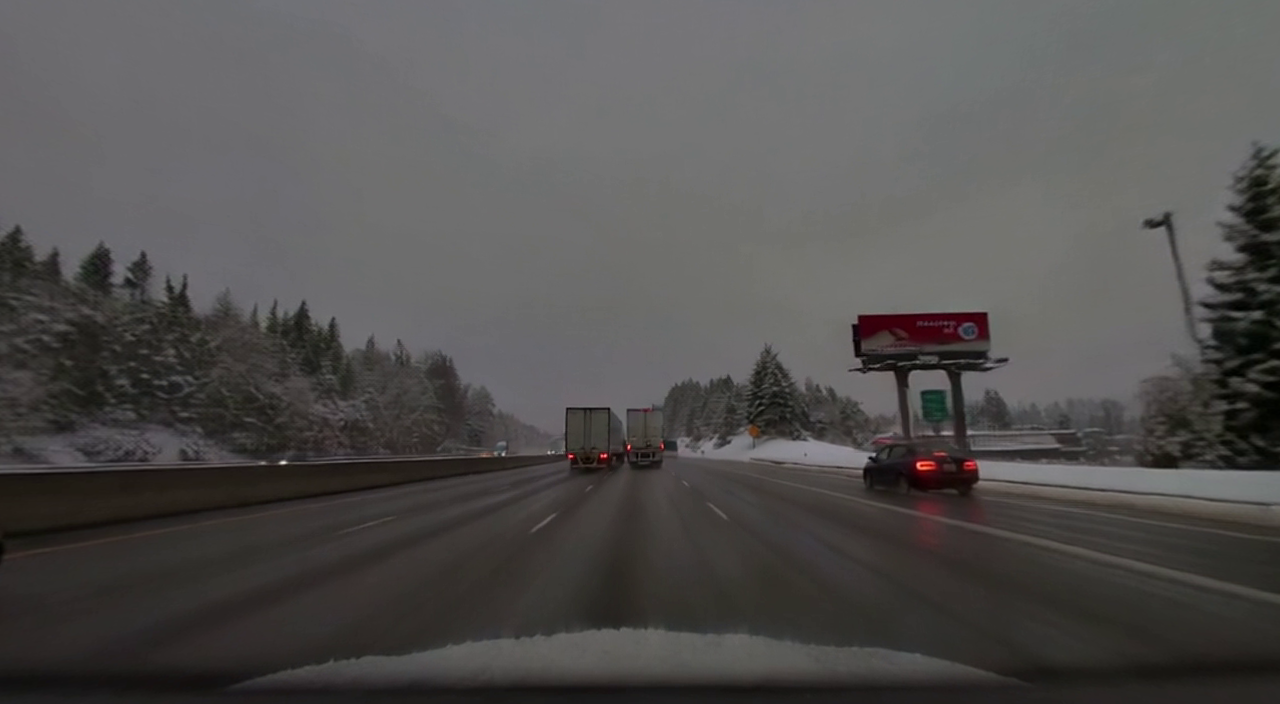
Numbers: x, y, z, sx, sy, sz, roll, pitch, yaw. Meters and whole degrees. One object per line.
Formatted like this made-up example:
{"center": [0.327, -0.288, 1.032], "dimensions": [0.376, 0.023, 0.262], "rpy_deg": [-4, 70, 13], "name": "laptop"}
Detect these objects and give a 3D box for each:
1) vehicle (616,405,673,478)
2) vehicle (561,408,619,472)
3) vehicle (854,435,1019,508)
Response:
{"center": [0.226, 5.494, 40.407], "dimensions": [3.054, 3.944, 11.230], "rpy_deg": [-1, -6, 0], "name": "vehicle"}
{"center": [-3.282, 6.260, 44.637], "dimensions": [2.962, 3.947, 11.574], "rpy_deg": [0, -8, 1], "name": "vehicle"}
{"center": [7.239, 2.944, 16.032], "dimensions": [1.969, 1.560, 4.394], "rpy_deg": [0, -8, -1], "name": "vehicle"}
